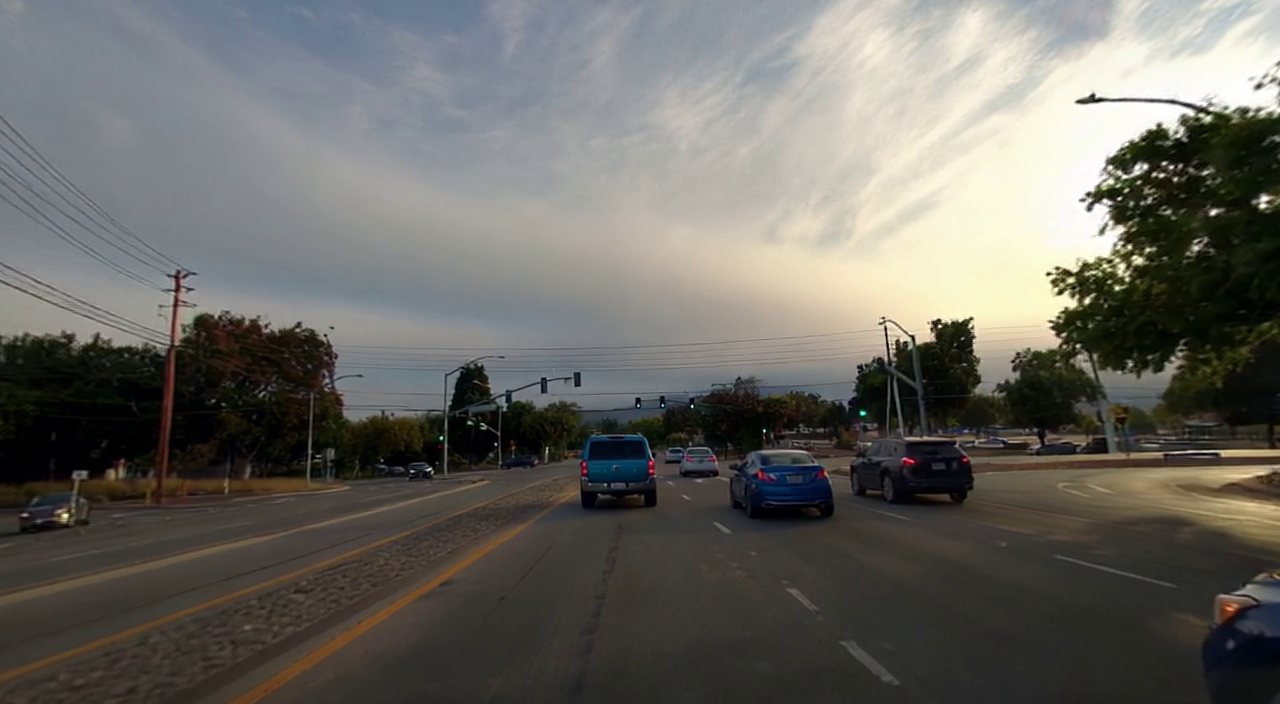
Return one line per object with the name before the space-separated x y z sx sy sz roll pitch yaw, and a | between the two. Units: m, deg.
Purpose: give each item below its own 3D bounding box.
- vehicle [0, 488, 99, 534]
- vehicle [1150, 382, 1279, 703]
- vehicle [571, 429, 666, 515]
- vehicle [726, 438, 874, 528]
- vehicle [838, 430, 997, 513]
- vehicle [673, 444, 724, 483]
vehicle | -26.926 7.197 28.582 4.526 1.715 1.989 -10 -13 26
vehicle | 3.248 0.620 0.573 1.889 1.517 4.308 0 -9 -1
vehicle | -0.580 3.160 17.093 2.231 1.998 4.254 0 -9 -2
vehicle | 3.169 2.677 13.548 1.880 1.579 4.401 0 -9 -2
vehicle | 6.693 2.917 15.889 1.929 1.753 4.396 0 -9 -1
vehicle | 2.776 5.403 30.844 1.915 1.765 4.047 0 -9 -2
